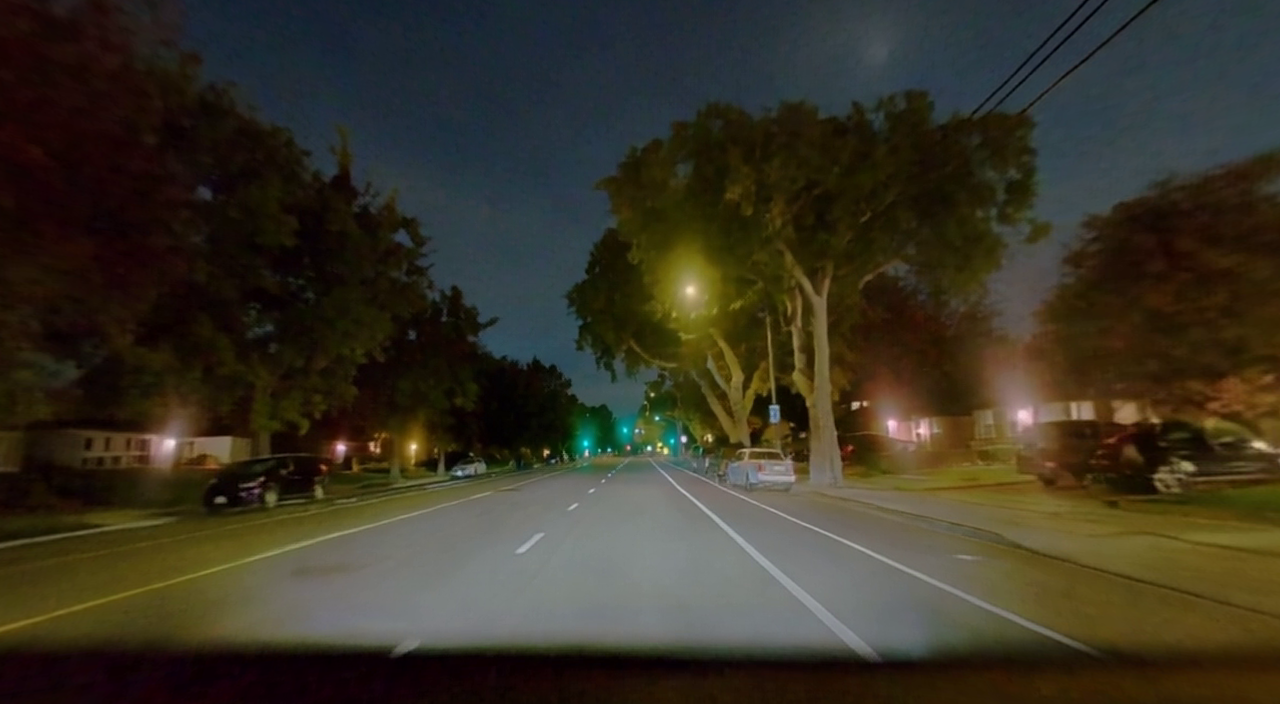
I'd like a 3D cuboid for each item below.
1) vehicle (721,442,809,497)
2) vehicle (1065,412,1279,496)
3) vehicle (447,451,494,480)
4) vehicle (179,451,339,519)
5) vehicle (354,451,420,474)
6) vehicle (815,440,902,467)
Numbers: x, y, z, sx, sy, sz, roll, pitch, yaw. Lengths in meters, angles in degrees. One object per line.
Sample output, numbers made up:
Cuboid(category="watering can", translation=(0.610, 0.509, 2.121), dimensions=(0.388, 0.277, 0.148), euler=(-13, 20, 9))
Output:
Cuboid(category="vehicle", translation=(4.059, 3.891, 21.306), dimensions=(2.007, 1.657, 4.362), euler=(0, -9, -1))
Cuboid(category="vehicle", translation=(12.224, 2.209, 13.816), dimensions=(4.364, 1.677, 2.006), euler=(0, -9, 0))
Cuboid(category="vehicle", translation=(-10.909, 7.367, 40.997), dimensions=(1.964, 1.667, 4.217), euler=(-3, -10, -2))
Cuboid(category="vehicle", translation=(-10.953, 3.799, 18.631), dimensions=(2.091, 1.717, 4.392), euler=(0, -9, -3))
Cuboid(category="vehicle", translation=(-19.949, 8.706, 49.959), dimensions=(4.359, 1.727, 2.029), euler=(0, -9, -2))
Cuboid(category="vehicle", translation=(12.422, 5.797, 36.088), dimensions=(4.285, 1.434, 1.740), euler=(0, -9, 0))
